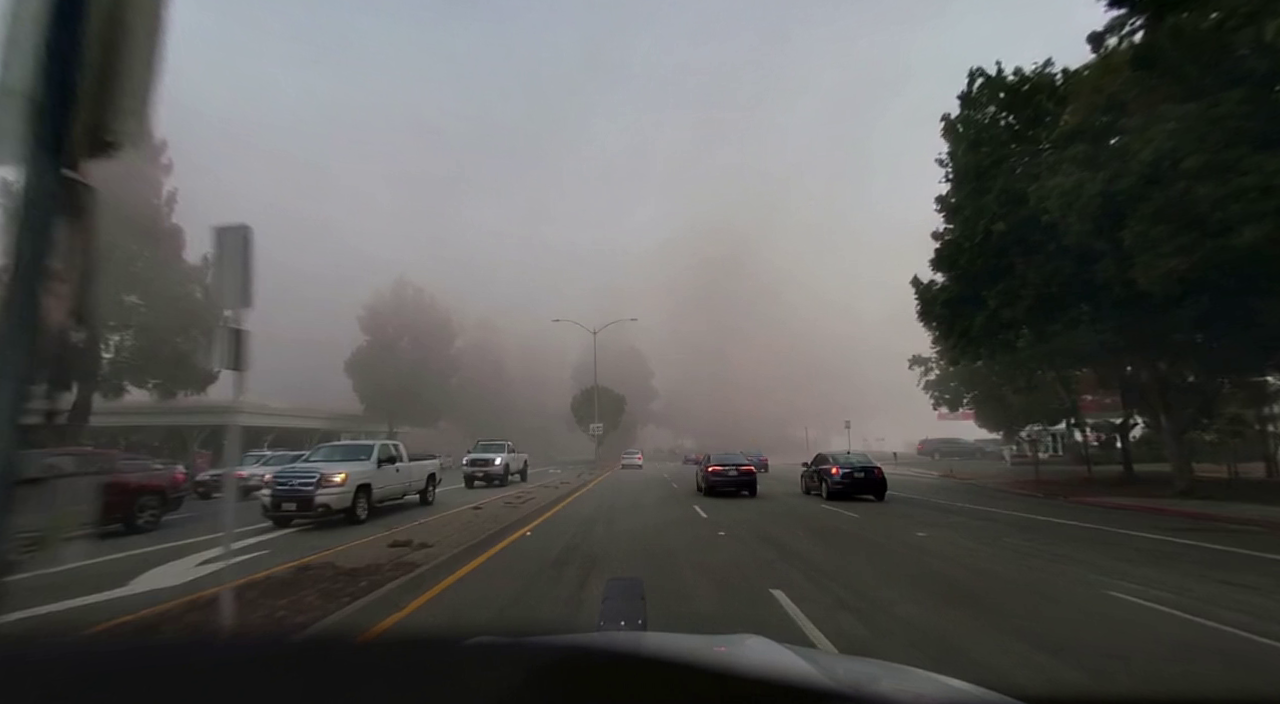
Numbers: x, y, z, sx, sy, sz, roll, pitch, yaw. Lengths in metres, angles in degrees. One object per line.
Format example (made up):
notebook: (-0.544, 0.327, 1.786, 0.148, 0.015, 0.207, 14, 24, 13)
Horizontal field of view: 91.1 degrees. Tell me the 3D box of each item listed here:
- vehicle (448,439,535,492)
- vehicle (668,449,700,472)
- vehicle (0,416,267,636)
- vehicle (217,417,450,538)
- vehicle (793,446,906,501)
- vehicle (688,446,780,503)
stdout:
vehicle: (-5.499, 4.267, 24.042, 2.016, 1.770, 5.300, 0, -8, 0)
vehicle: (2.966, 7.462, 43.467, 1.877, 1.502, 3.958, 0, -8, -1)
vehicle: (-5.605, 1.423, 5.519, 1.963, 1.576, 4.385, -2, -8, 0)
vehicle: (-5.697, 2.382, 12.701, 2.187, 1.868, 5.181, -2, -8, -1)
vehicle: (6.288, 3.670, 19.466, 1.918, 1.484, 4.456, 0, -8, -1)
vehicle: (2.664, 3.573, 18.820, 1.971, 1.479, 4.493, 0, -8, -1)
